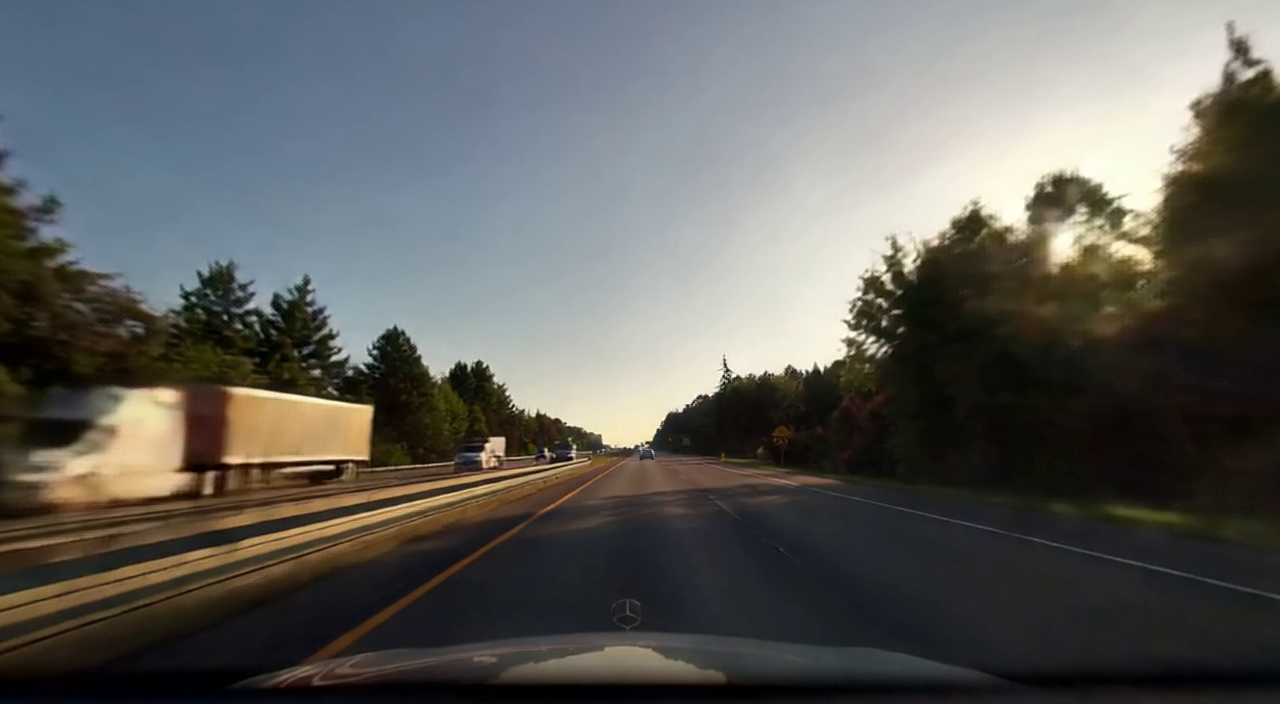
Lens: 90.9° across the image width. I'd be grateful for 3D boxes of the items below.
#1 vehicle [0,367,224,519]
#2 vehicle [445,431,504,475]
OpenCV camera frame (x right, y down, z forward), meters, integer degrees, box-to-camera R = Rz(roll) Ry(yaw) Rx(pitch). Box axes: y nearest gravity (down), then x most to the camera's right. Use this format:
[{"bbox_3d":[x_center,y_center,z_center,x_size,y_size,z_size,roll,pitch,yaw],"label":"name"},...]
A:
[{"bbox_3d":[-16.773,2.873,19.853,2.761,3.994,6.240,0,-9,1],"label":"vehicle"},{"bbox_3d":[-12.309,7.567,47.459,2.459,3.018,6.687,0,-9,1],"label":"vehicle"}]
